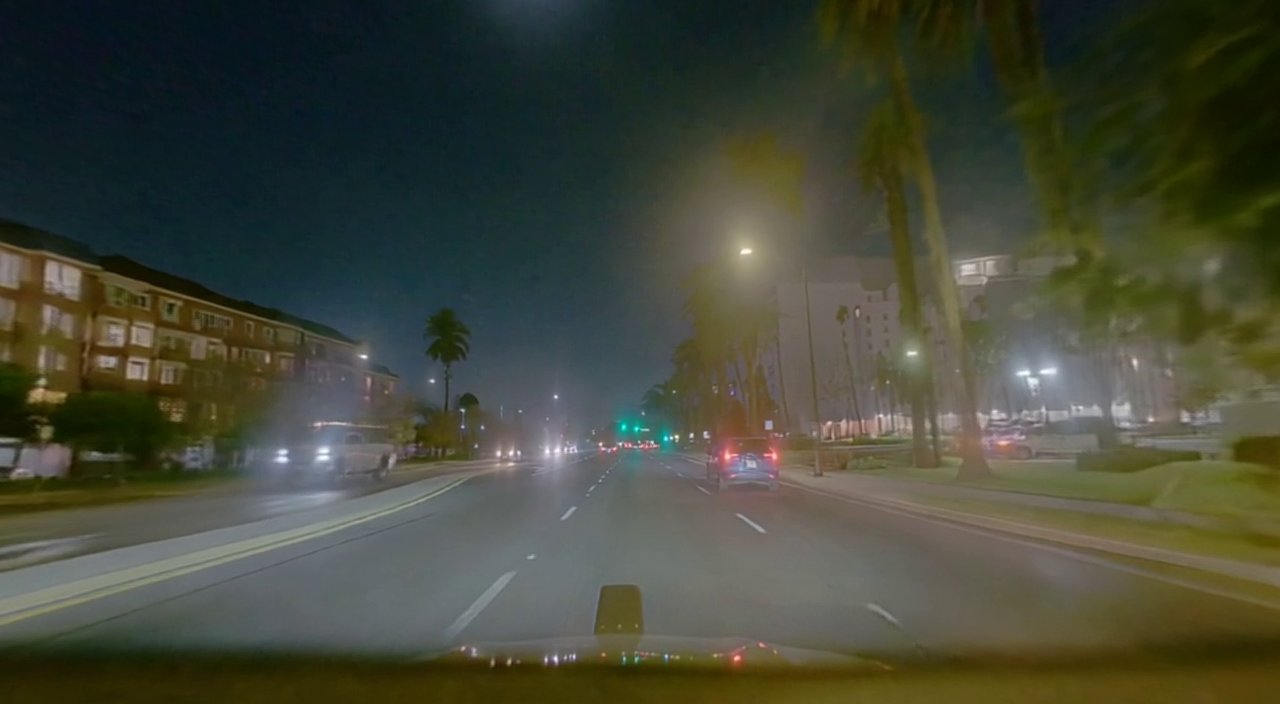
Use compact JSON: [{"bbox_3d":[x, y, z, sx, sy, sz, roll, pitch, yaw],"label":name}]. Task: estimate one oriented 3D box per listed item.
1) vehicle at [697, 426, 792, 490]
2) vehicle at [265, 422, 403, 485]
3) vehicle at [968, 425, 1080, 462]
[{"bbox_3d":[3.375,3.538,21.348,2.244,1.901,4.561,0,-8,-3],"label":"vehicle"},{"bbox_3d":[-15.383,5.201,32.564,3.083,2.852,7.976,0,-8,0],"label":"vehicle"},{"bbox_3d":[18.922,4.566,31.290,1.962,1.699,4.673,2,-9,-12],"label":"vehicle"}]
